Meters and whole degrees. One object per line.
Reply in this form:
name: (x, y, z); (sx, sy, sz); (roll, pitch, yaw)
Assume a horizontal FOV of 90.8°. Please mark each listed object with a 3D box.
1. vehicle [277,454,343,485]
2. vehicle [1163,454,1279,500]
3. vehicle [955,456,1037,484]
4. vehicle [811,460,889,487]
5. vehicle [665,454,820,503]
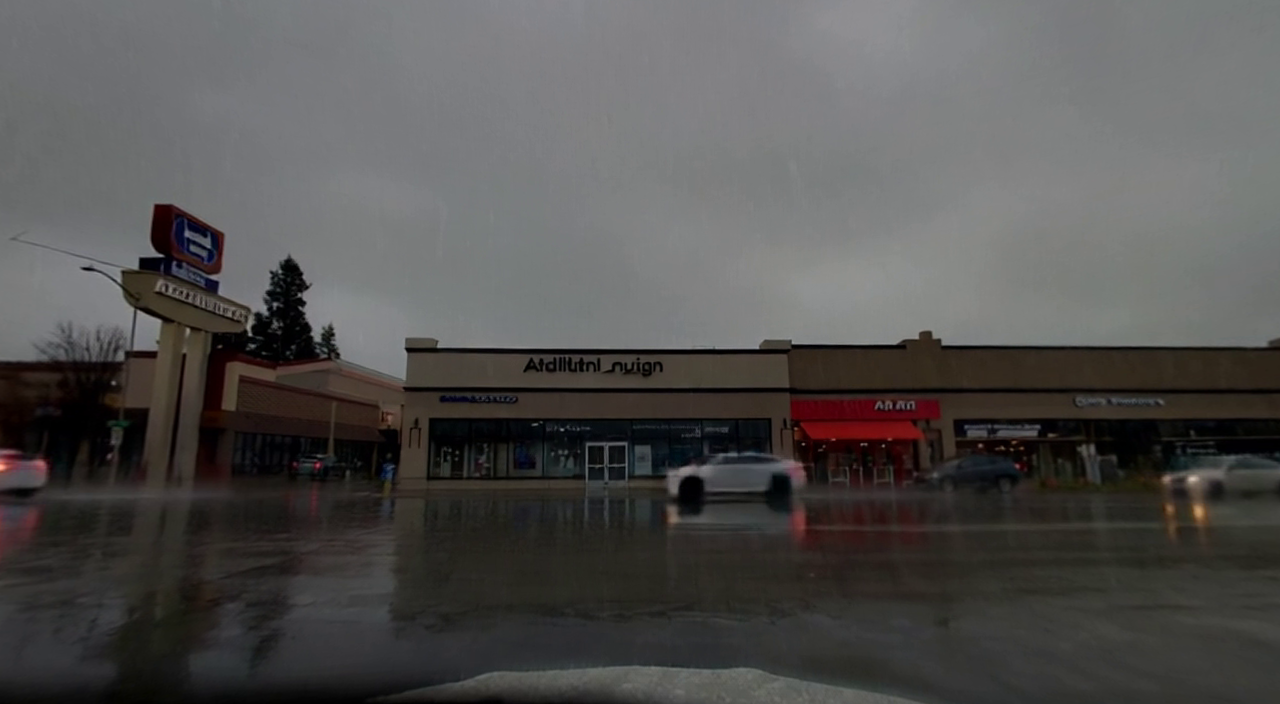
vehicle: (-20.019, 7.083, 38.243); (4.596, 1.680, 1.936); (-8, -11, 42)
vehicle: (22.744, 4.717, 24.037); (4.073, 1.609, 1.813); (1, -9, -4)
vehicle: (25.736, 8.499, 45.751); (4.838, 1.799, 1.914); (-7, -11, 39)
vehicle: (12.991, 7.512, 39.386); (1.791, 1.453, 4.593); (5, -10, -29)
vehicle: (3.289, 4.109, 20.756); (4.661, 1.478, 1.878); (1, -9, -7)
